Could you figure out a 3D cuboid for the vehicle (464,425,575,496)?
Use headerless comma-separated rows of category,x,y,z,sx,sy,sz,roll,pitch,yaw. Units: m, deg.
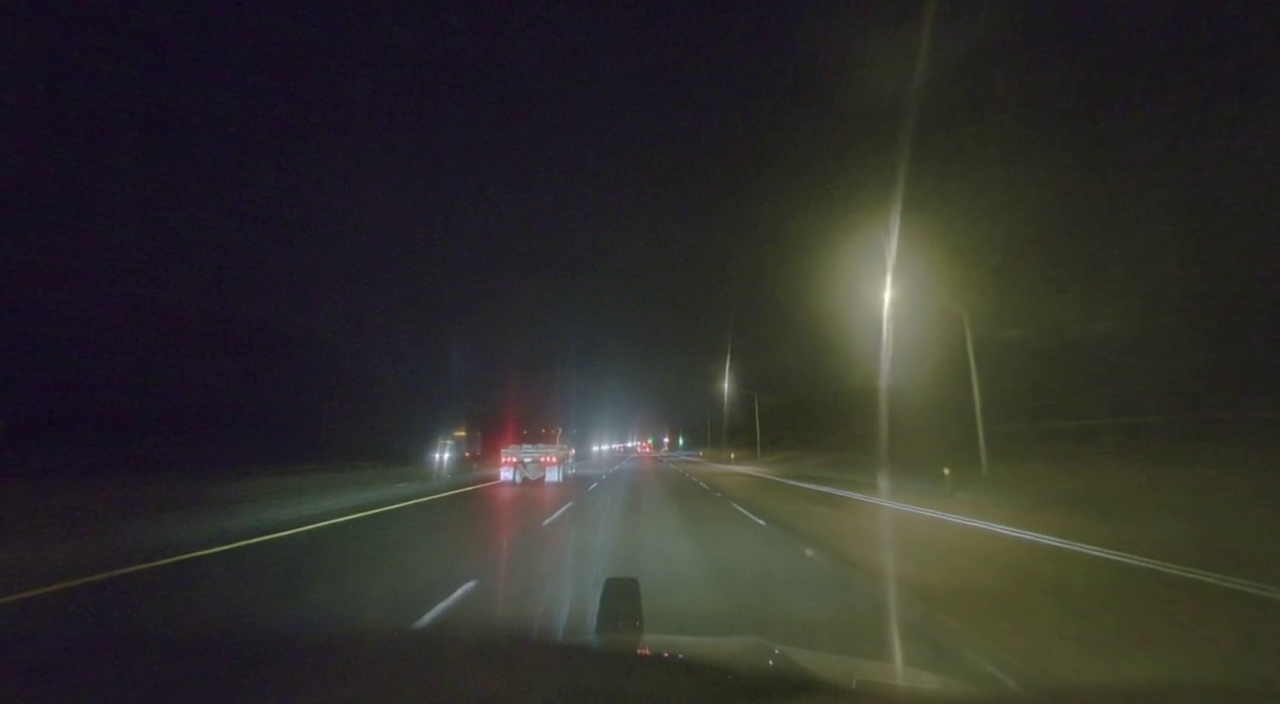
vehicle,-3.573,3.363,19.974,2.379,1.918,5.504,0,-8,1
